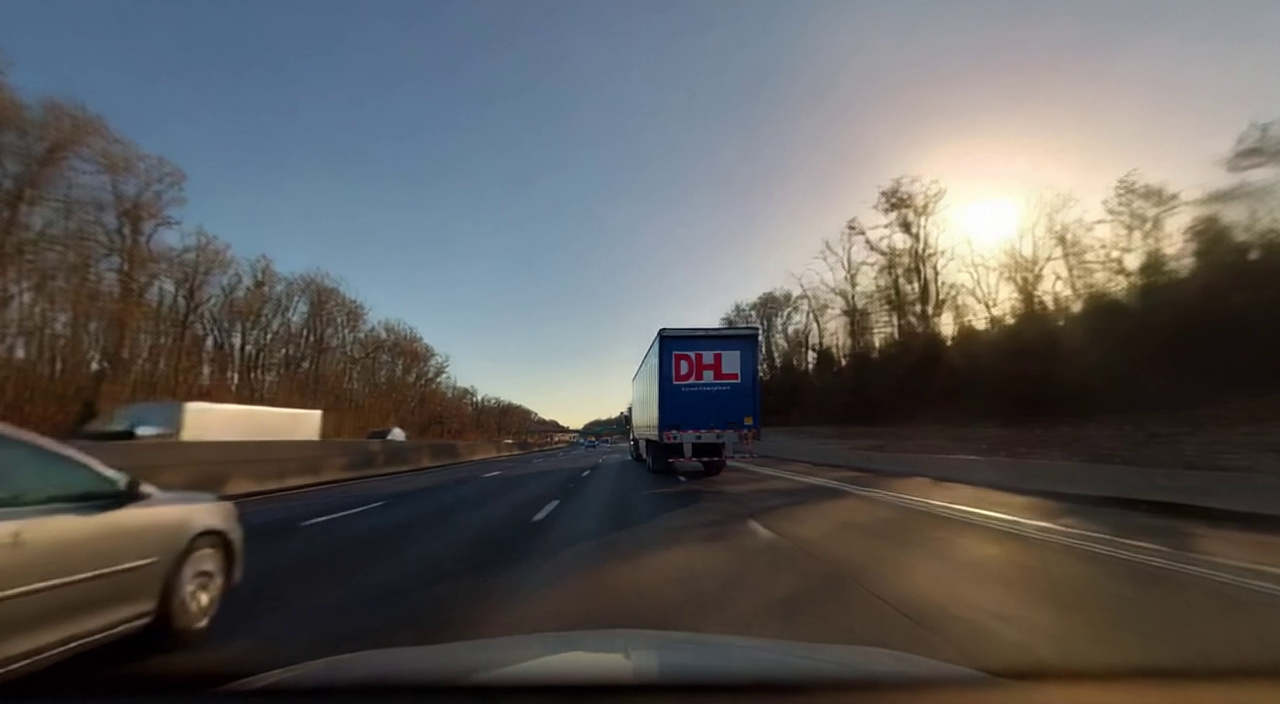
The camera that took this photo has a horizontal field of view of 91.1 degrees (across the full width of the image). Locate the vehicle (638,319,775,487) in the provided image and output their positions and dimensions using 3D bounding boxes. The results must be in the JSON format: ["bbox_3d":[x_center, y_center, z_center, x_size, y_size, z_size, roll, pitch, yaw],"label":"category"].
[{"bbox_3d":[1.646,1.843,20.255,3.011,4.211,8.926,0,-8,-3],"label":"vehicle"}]

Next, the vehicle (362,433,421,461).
[{"bbox_3d":[-16.922,6.474,43.070,2.062,1.777,4.967,0,-8,-1],"label":"vehicle"}]

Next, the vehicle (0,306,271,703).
[{"bbox_3d":[-3.599,0.607,1.444,2.394,1.787,5.186,0,-8,-1],"label":"vehicle"}]
